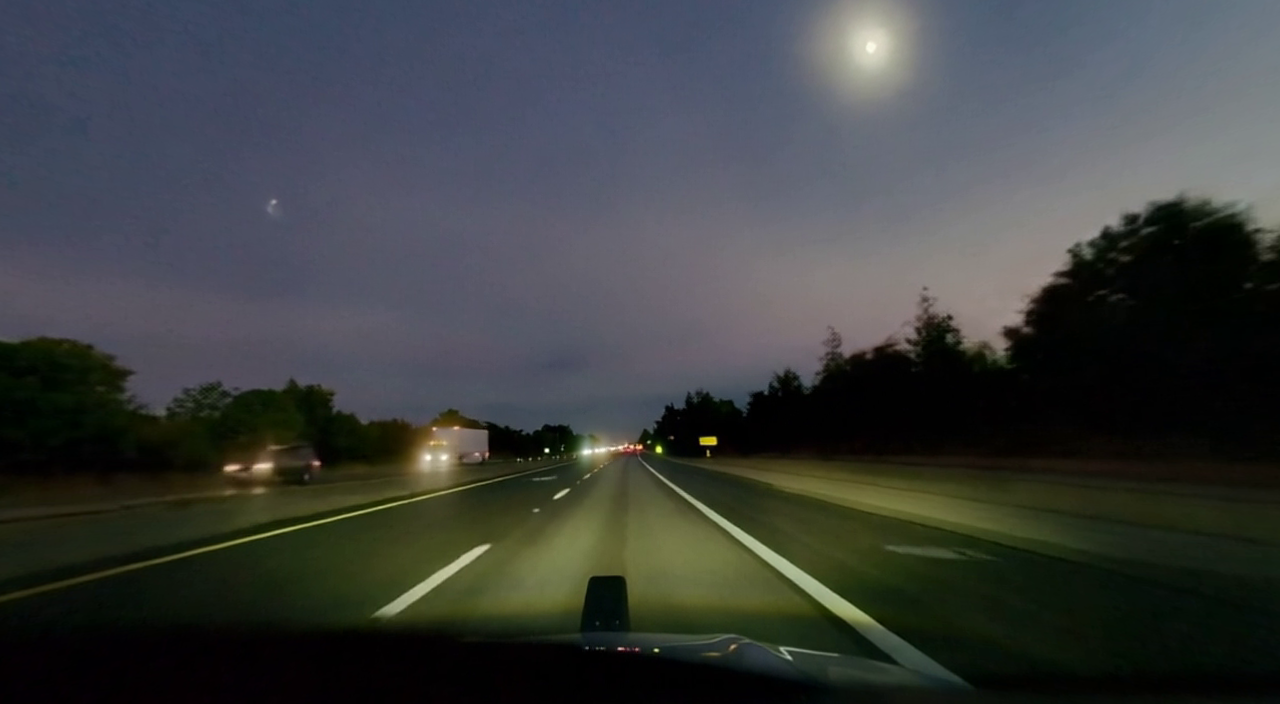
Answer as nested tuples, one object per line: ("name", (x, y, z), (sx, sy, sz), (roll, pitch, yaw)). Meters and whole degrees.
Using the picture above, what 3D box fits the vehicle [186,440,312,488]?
("vehicle", (-18.077, 5.203, 29.424), (2.285, 2.022, 5.428), (0, -9, 1))
